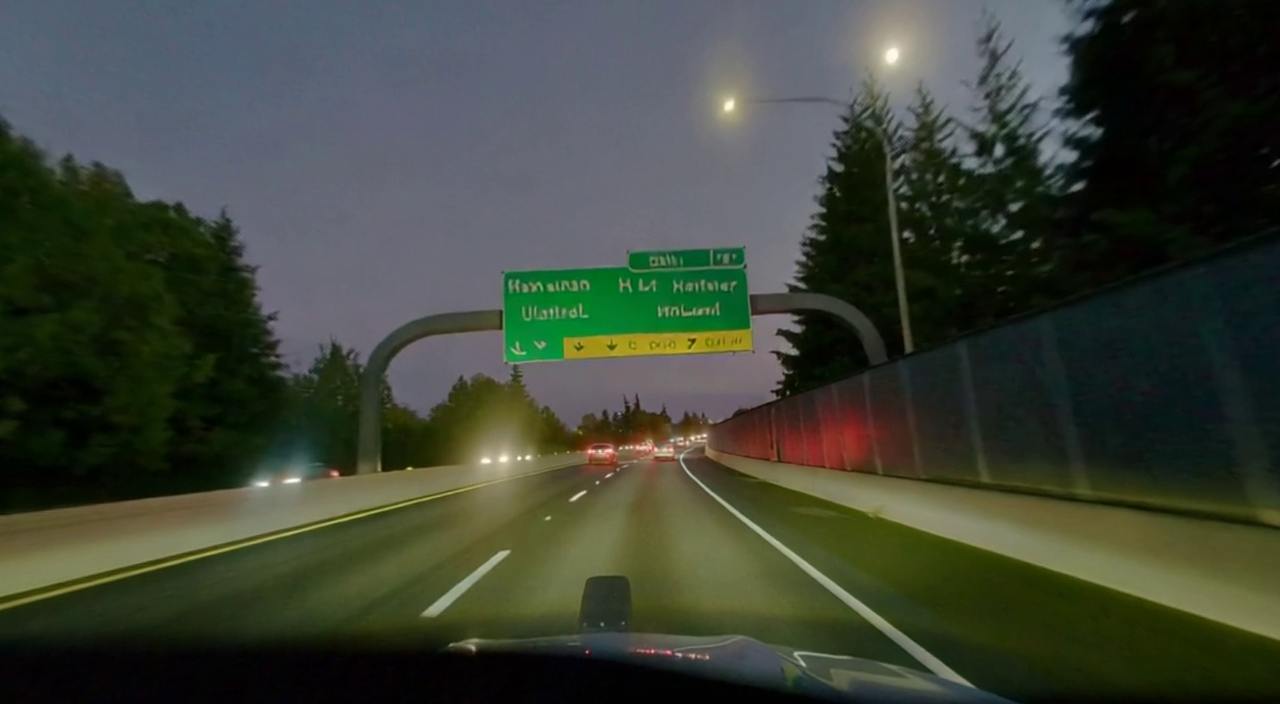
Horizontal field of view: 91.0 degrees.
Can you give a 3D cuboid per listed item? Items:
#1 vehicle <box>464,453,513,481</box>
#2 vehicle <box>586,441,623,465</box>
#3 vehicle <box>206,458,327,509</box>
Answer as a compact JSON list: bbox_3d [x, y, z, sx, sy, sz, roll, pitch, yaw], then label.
[{"bbox_3d":[-9.795,7.446,41.027,1.931,1.645,4.338,0,-8,3],"label":"vehicle"},{"bbox_3d":[-2.252,6.590,41.284,1.985,1.518,3.847,-1,-8,4],"label":"vehicle"},{"bbox_3d":[-14.538,5.096,24.858,1.909,1.706,4.501,0,-8,1],"label":"vehicle"}]
